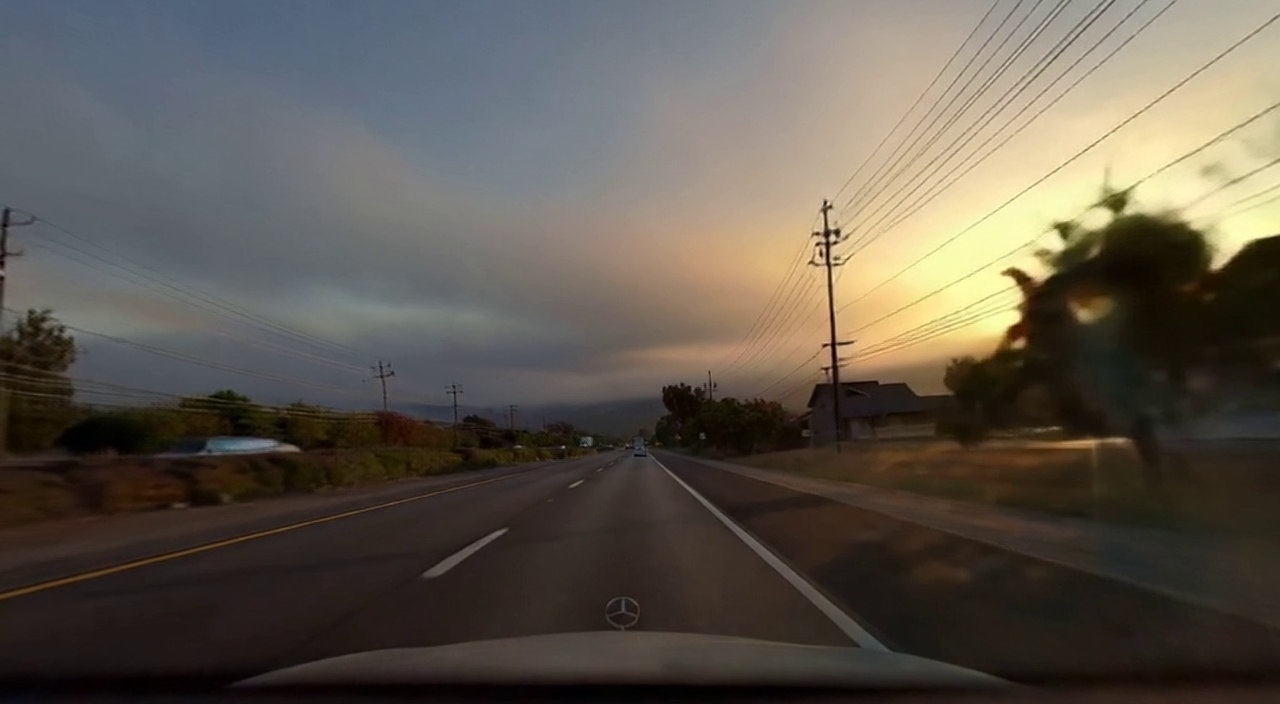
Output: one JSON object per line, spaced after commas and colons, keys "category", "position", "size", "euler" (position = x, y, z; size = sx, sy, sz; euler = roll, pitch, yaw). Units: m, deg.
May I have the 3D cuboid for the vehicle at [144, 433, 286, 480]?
{"category": "vehicle", "position": [-21.346, 5.281, 32.190], "size": [2.613, 2.110, 6.543], "euler": [0, -9, 1]}
